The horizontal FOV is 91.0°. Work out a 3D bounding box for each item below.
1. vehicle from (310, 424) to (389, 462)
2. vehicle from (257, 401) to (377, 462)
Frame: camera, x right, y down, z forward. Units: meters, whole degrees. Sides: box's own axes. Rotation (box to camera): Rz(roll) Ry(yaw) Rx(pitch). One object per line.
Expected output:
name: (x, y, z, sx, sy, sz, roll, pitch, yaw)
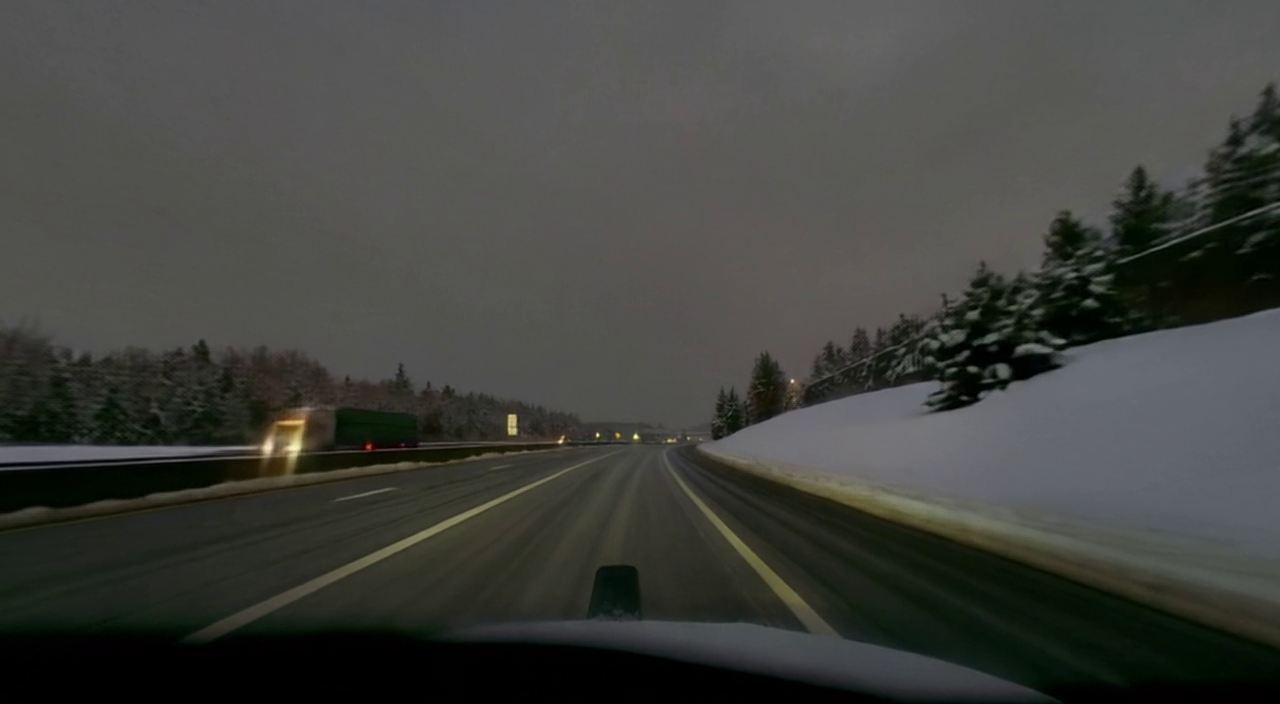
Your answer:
vehicle: (-19.543, 6.181, 42.738, 2.346, 2.389, 5.841, 0, -8, 2)
vehicle: (-23.667, 6.019, 47.056, 2.998, 4.042, 10.325, -1, -8, 3)
